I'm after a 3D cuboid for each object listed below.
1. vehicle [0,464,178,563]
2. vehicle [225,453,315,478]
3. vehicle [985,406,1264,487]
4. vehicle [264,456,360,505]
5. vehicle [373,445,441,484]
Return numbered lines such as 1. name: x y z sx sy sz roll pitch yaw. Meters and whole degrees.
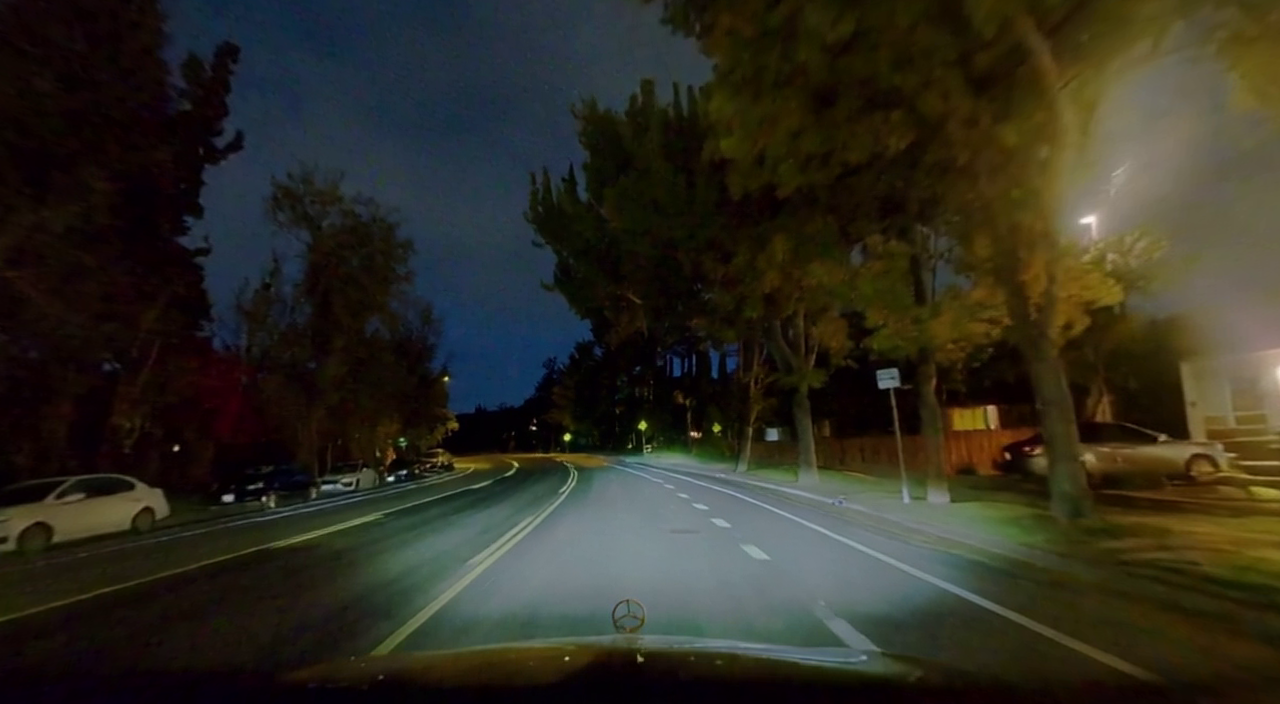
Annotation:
1. vehicle: -11.165 3.015 12.337 1.586 1.433 3.485 1 -8 1
2. vehicle: -23.014 7.081 39.428 4.435 1.472 1.870 0 -9 0
3. vehicle: 11.075 2.201 14.762 4.760 1.738 2.052 0 -9 0
4. vehicle: -11.834 4.619 23.089 1.750 1.471 3.960 2 -8 -7
5. vehicle: -12.810 6.157 35.123 2.190 1.789 5.477 -4 -7 -6
